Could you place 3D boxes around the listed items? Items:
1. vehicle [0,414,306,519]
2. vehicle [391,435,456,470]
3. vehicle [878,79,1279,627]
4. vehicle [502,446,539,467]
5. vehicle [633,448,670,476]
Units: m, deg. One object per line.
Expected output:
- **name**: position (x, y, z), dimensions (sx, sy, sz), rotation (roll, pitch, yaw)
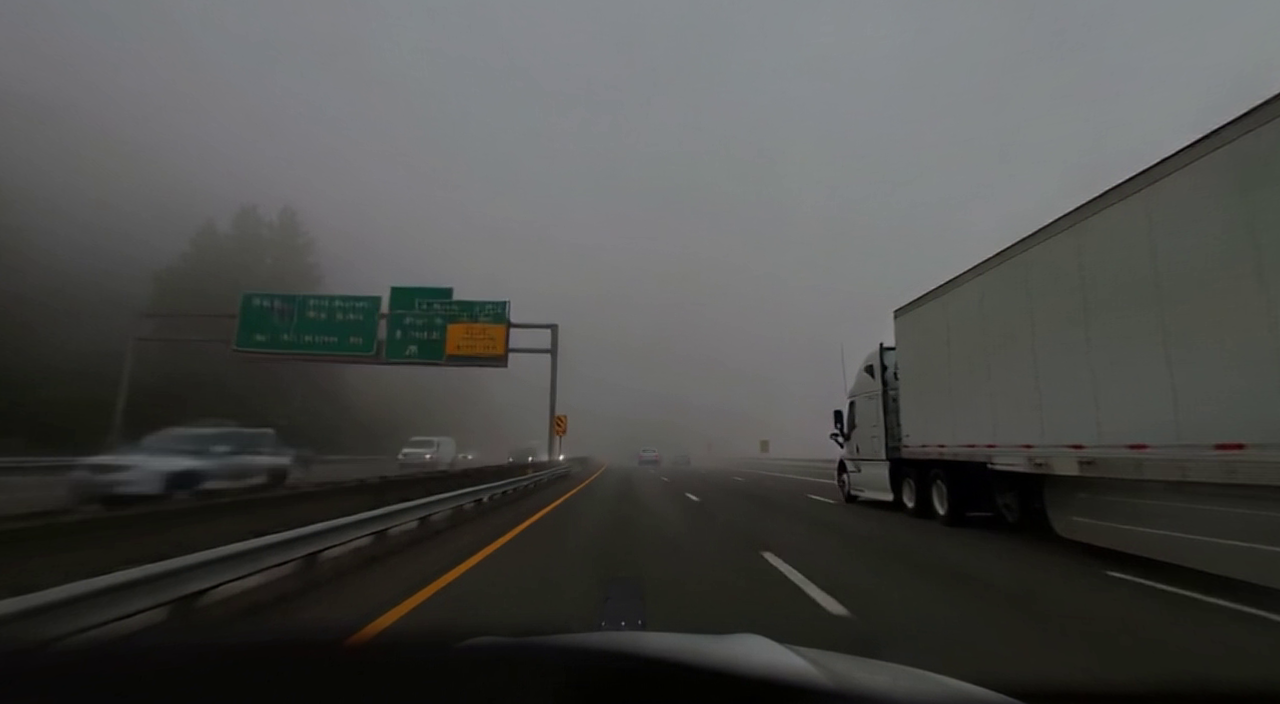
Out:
- **vehicle**: position (-8.280, 2.007, 11.412), dimensions (1.932, 1.501, 4.607), rotation (0, -9, -1)
- **vehicle**: position (-12.646, 5.920, 37.166), dimensions (2.026, 1.875, 5.341), rotation (0, -9, -1)
- **vehicle**: position (6.210, 0.180, 5.760), dimensions (2.890, 4.006, 14.039), rotation (0, -9, 1)
- **vehicle**: position (-9.099, 7.977, 48.385), dimensions (1.943, 1.521, 4.628), rotation (0, -9, -1)
- **vehicle**: position (0.687, 6.751, 38.882), dimensions (2.111, 1.599, 3.859), rotation (0, -9, 0)
